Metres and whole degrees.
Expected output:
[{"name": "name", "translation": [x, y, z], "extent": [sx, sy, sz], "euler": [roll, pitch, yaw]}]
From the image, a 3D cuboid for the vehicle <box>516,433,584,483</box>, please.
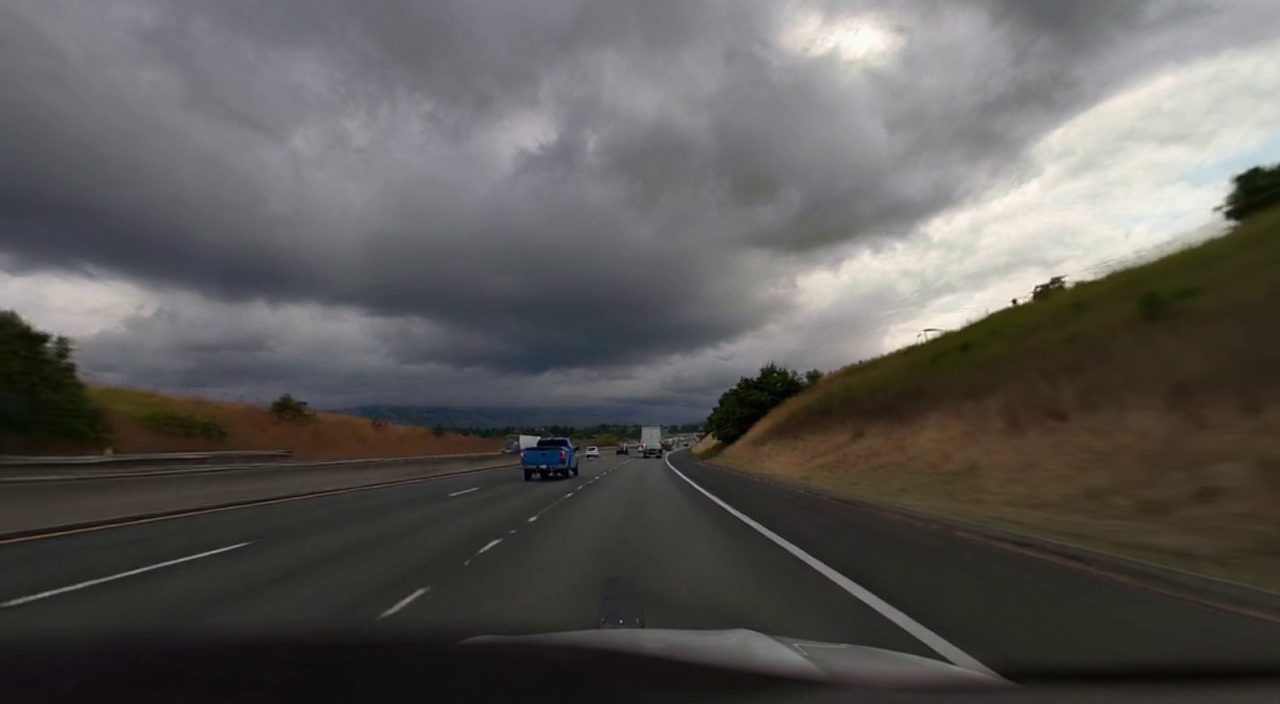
[{"name": "vehicle", "translation": [-3.836, 4.677, 28.049], "extent": [2.216, 1.949, 5.237], "euler": [0, -9, 0]}]
